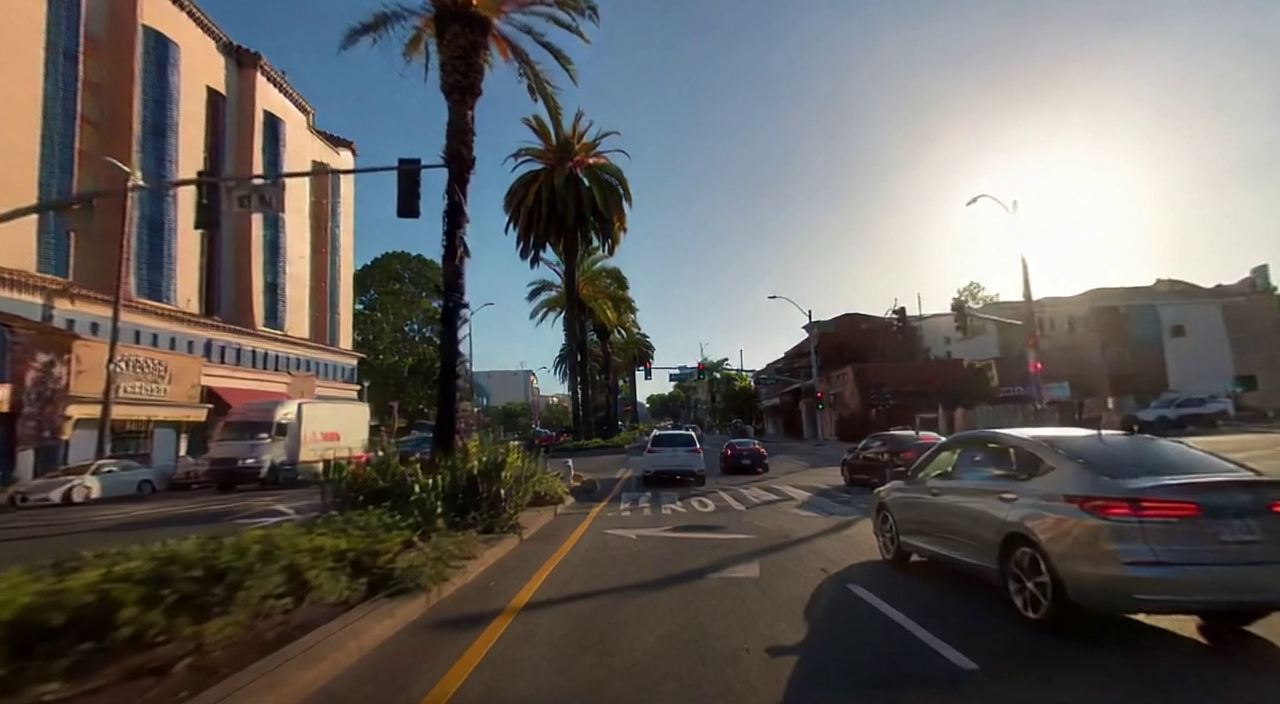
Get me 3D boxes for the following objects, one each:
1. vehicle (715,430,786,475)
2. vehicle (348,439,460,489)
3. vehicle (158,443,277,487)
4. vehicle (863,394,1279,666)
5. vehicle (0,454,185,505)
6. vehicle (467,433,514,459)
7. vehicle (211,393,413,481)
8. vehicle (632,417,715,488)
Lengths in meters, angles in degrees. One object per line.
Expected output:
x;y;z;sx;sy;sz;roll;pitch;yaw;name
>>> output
4.673;4.351;27.477;2.283;1.738;4.916;0;-9;1;vehicle
-7.983;3.818;21.818;2.101;1.538;4.253;-1;-9;2;vehicle
-18.110;4.841;27.324;1.965;1.747;4.461;0;-9;1;vehicle
3.921;1.414;6.088;1.993;1.645;4.350;0;-9;1;vehicle
-18.542;4.284;21.669;2.070;1.499;4.851;-1;-9;3;vehicle
-10.687;6.739;45.337;2.097;1.759;4.416;-1;-9;3;vehicle
-14.868;4.185;30.437;3.100;3.378;11.784;-1;-9;2;vehicle
1.106;3.468;21.928;2.487;2.115;5.444;-1;-9;2;vehicle
